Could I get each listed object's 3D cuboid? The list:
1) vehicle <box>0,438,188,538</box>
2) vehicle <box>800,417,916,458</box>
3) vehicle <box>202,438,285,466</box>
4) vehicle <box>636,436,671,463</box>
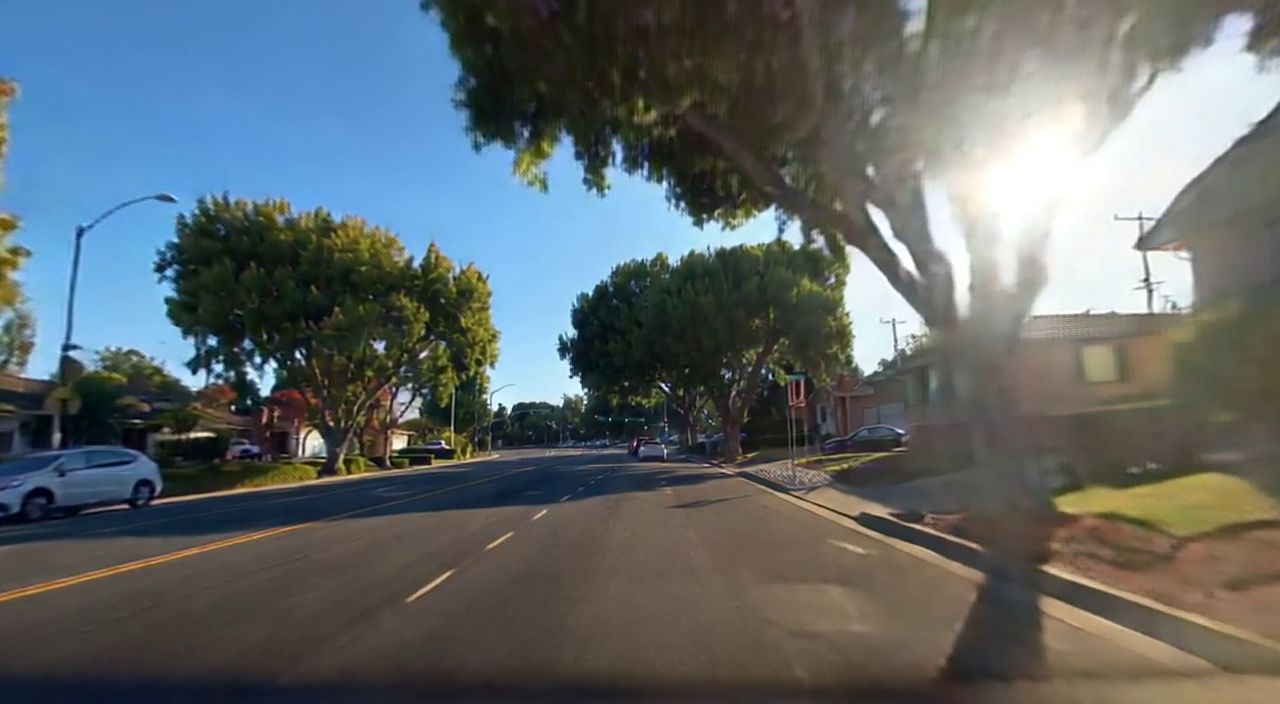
[{"bbox_3d":[-14.095,3.180,15.368,2.337,1.850,5.448,-4,-6,-2],"label":"vehicle"},{"bbox_3d":[10.442,4.142,30.455,4.746,1.485,1.916,-5,-8,0],"label":"vehicle"},{"bbox_3d":[-28.197,7.059,44.803,5.100,1.864,2.490,-4,-9,25],"label":"vehicle"},{"bbox_3d":[0.858,6.070,39.356,2.088,1.607,3.903,0,-8,2],"label":"vehicle"}]
